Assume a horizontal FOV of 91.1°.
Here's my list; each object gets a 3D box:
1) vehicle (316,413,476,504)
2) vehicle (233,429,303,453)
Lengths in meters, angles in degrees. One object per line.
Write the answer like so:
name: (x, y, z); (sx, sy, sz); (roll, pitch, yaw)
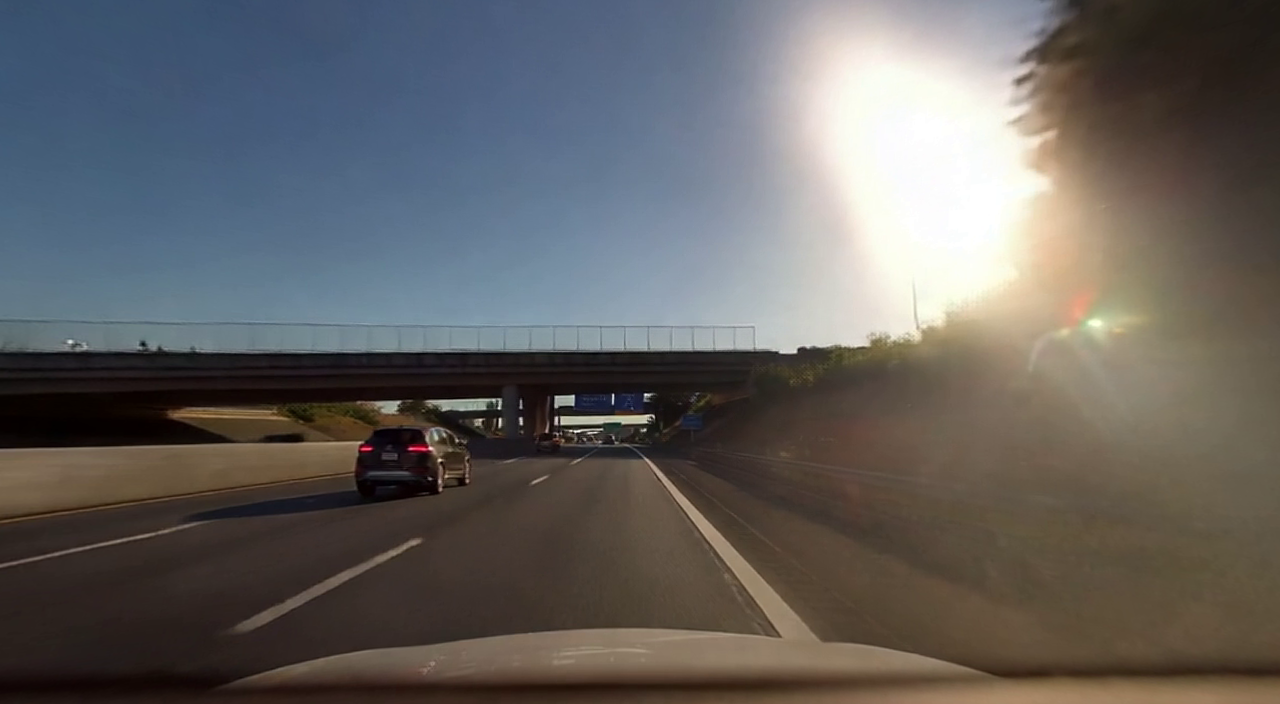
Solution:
vehicle: (-5.228, 2.319, 14.172); (2.007, 1.727, 4.040); (0, -8, -1)
vehicle: (-26.129, 6.277, 44.350); (1.860, 1.550, 5.136); (0, -8, -1)
